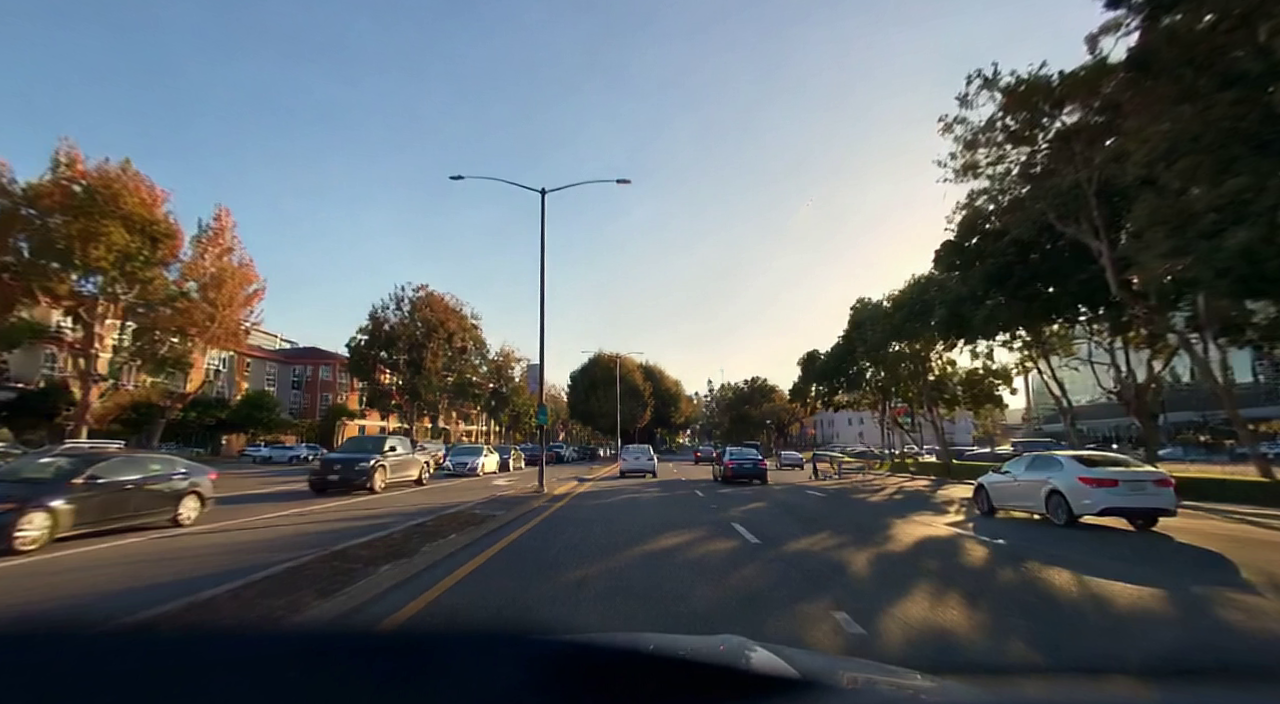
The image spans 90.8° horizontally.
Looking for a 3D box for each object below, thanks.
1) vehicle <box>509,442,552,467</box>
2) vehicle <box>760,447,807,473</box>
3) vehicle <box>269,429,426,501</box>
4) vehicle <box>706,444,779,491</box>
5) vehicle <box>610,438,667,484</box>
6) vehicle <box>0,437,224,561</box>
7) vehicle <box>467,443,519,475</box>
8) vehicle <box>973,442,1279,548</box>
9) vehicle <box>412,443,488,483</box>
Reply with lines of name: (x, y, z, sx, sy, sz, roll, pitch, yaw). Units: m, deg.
vehicle: (-8.213, 7.725, 47.788, 2.183, 1.706, 4.862, 0, -9, 2)
vehicle: (8.775, 6.653, 39.070, 1.860, 1.475, 4.488, 0, -9, 0)
vehicle: (-8.511, 3.367, 19.078, 2.362, 1.825, 4.988, -2, -9, 0)
vehicle: (3.520, 4.012, 22.341, 1.852, 1.498, 3.825, 0, -9, -1)
vehicle: (-0.030, 4.386, 25.595, 2.101, 1.694, 3.979, 0, -9, 1)
vehicle: (-8.658, 2.018, 9.094, 1.974, 1.476, 4.983, -2, -8, 0)
vehicle: (-8.515, 6.215, 36.925, 1.953, 1.647, 4.401, -2, -8, 1)
vehicle: (8.110, 2.347, 11.170, 1.909, 1.456, 4.569, 0, -9, 0)
vehicle: (-8.358, 4.891, 28.155, 2.076, 1.595, 4.110, -1, -8, 1)
